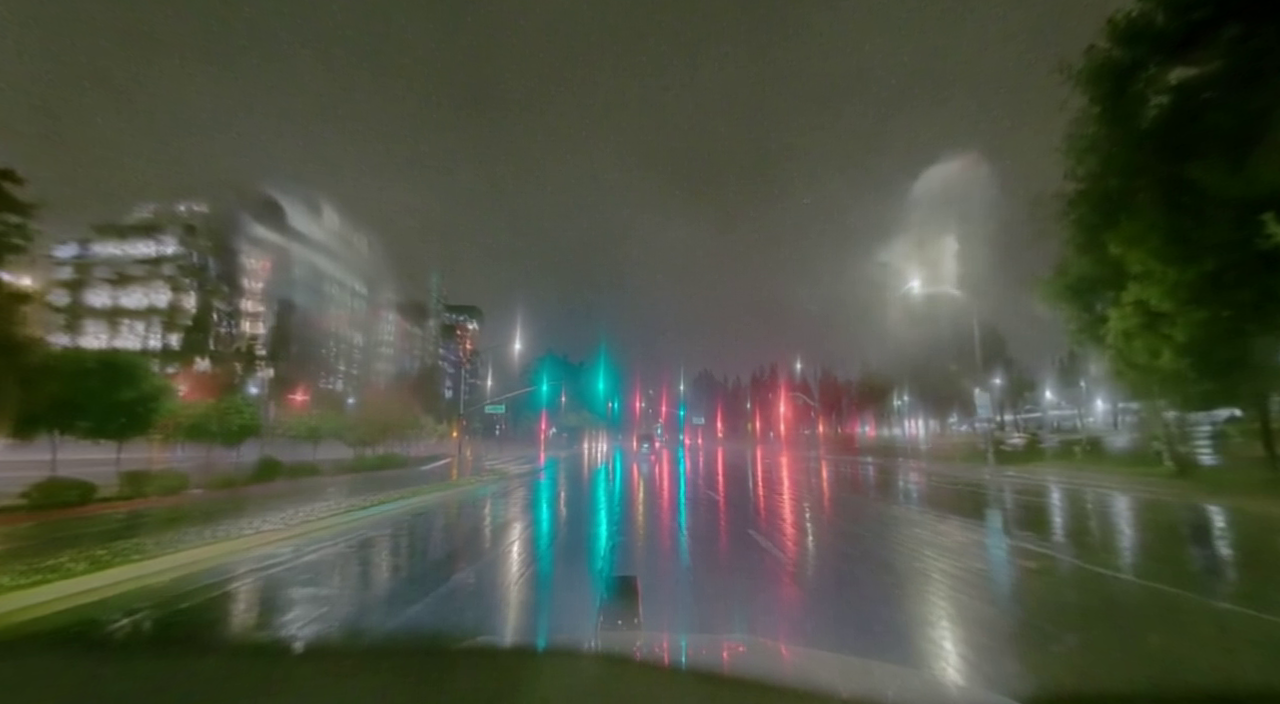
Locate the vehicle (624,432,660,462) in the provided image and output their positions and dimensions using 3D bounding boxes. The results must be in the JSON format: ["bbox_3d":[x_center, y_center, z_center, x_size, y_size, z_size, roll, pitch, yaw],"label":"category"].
[{"bbox_3d":[0.133,6.481,43.091,2.267,1.926,4.708,0,-9,0],"label":"vehicle"}]
